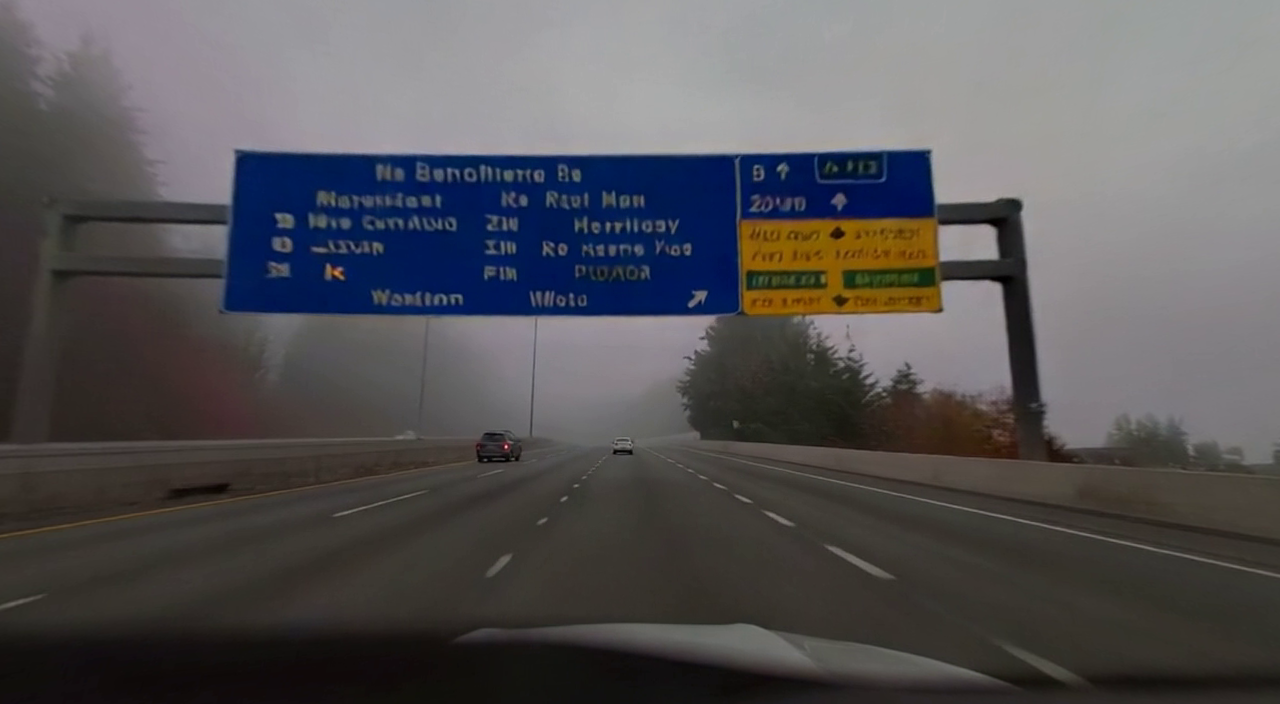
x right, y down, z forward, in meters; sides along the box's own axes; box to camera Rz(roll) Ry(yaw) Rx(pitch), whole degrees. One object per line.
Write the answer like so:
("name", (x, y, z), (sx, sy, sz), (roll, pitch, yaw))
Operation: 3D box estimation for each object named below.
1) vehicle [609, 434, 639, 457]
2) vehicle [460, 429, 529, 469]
("vehicle", (-1.089, 6.527, 44.085), (2.010, 1.534, 4.013), (0, -8, -1))
("vehicle", (-6.588, 4.430, 28.990), (2.111, 1.689, 4.505), (0, -8, 0))
